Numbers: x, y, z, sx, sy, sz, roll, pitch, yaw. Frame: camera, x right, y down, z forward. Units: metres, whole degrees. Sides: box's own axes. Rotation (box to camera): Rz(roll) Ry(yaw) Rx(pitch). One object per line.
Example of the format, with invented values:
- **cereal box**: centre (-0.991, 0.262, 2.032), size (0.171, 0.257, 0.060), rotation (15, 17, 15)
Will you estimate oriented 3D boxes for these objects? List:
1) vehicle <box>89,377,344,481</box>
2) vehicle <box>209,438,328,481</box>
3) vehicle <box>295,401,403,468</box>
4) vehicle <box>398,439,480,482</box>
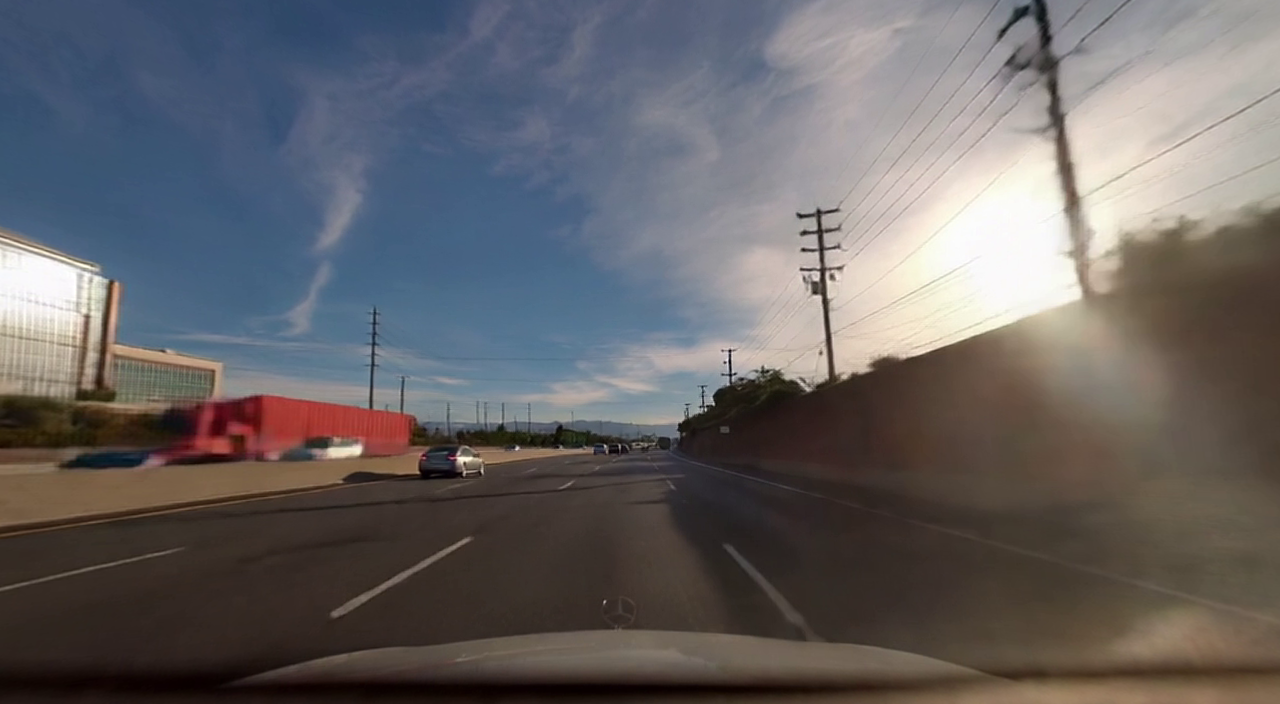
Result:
- **vehicle**: centre (-18.989, 3.844, 30.416), size (2.983, 3.872, 13.479), rotation (0, -8, 0)
- **vehicle**: centre (-14.658, 4.262, 25.306), size (2.012, 1.536, 4.552), rotation (0, -8, 0)
- **vehicle**: centre (-18.992, 5.528, 42.053), size (2.837, 3.960, 8.808), rotation (0, -8, 1)
- **vehicle**: centre (-8.017, 4.330, 25.586), size (2.013, 1.574, 3.923), rotation (0, -8, 0)
